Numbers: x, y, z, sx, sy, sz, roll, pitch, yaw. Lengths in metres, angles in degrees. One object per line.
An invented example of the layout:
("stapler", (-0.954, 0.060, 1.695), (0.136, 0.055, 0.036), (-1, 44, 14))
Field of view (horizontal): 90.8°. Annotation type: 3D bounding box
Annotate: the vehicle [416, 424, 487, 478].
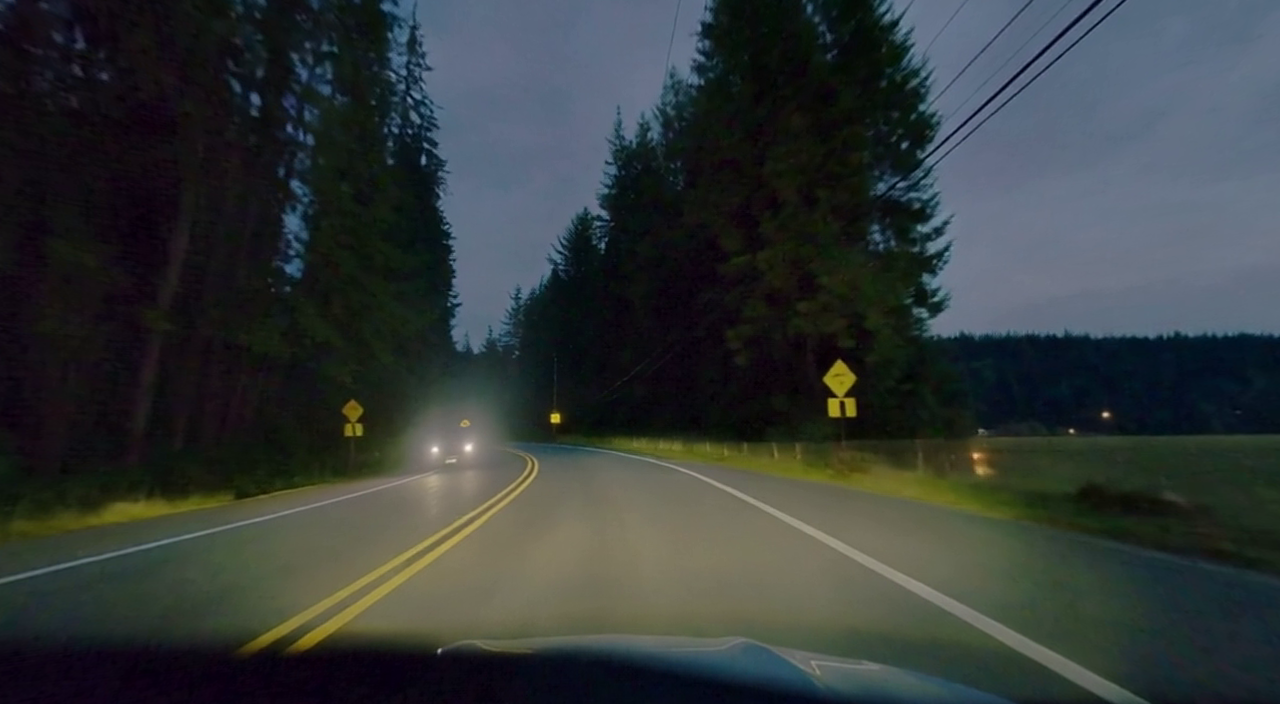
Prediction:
("vehicle", (-7.681, 4.069, 26.168), (2.151, 2.036, 4.267), (1, -9, -8))
